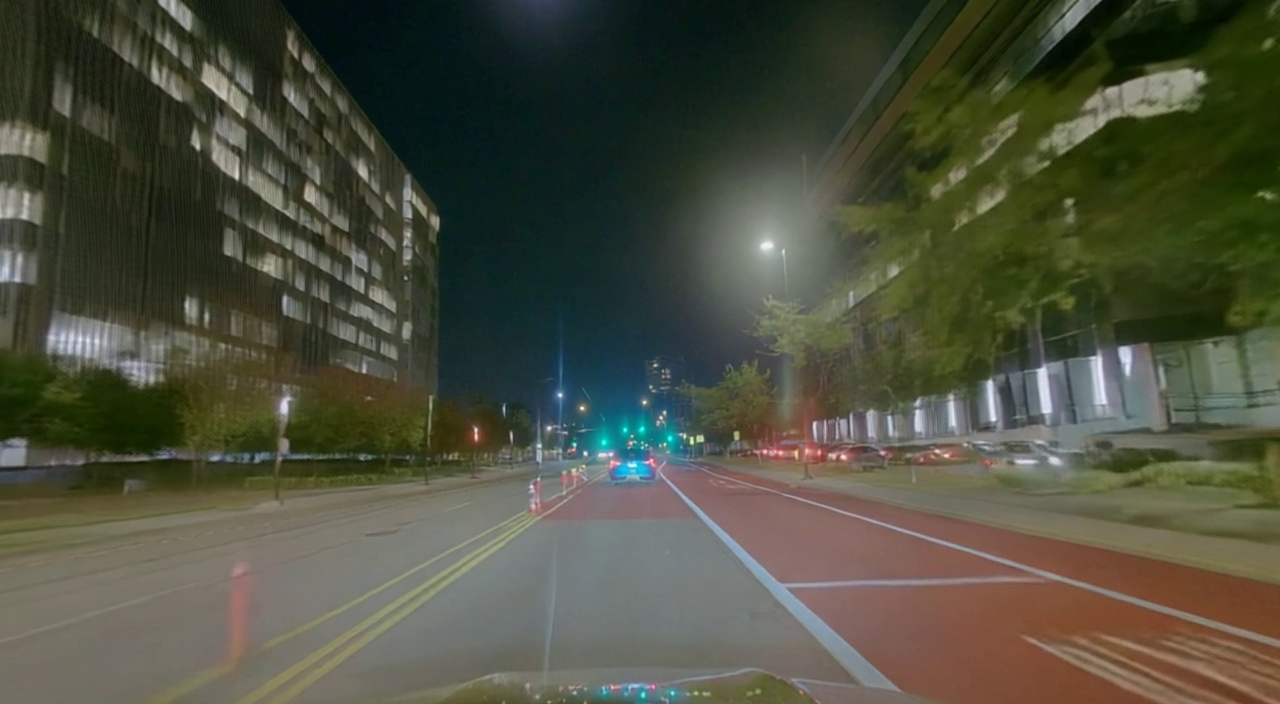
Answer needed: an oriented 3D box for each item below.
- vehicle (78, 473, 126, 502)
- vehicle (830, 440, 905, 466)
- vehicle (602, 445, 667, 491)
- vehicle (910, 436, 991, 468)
[{"bbox_3d":[-32.528,8.144,38.054,1.970,1.476,3.940,7,-12,-42],"label":"vehicle"},{"bbox_3d":[14.336,6.360,39.869,4.003,1.476,1.884,-2,-8,2],"label":"vehicle"},{"bbox_3d":[-0.241,4.022,22.278,2.063,1.442,4.135,0,-9,-2],"label":"vehicle"},{"bbox_3d":[15.212,4.931,31.083,1.913,1.470,3.714,0,-9,-3],"label":"vehicle"}]
